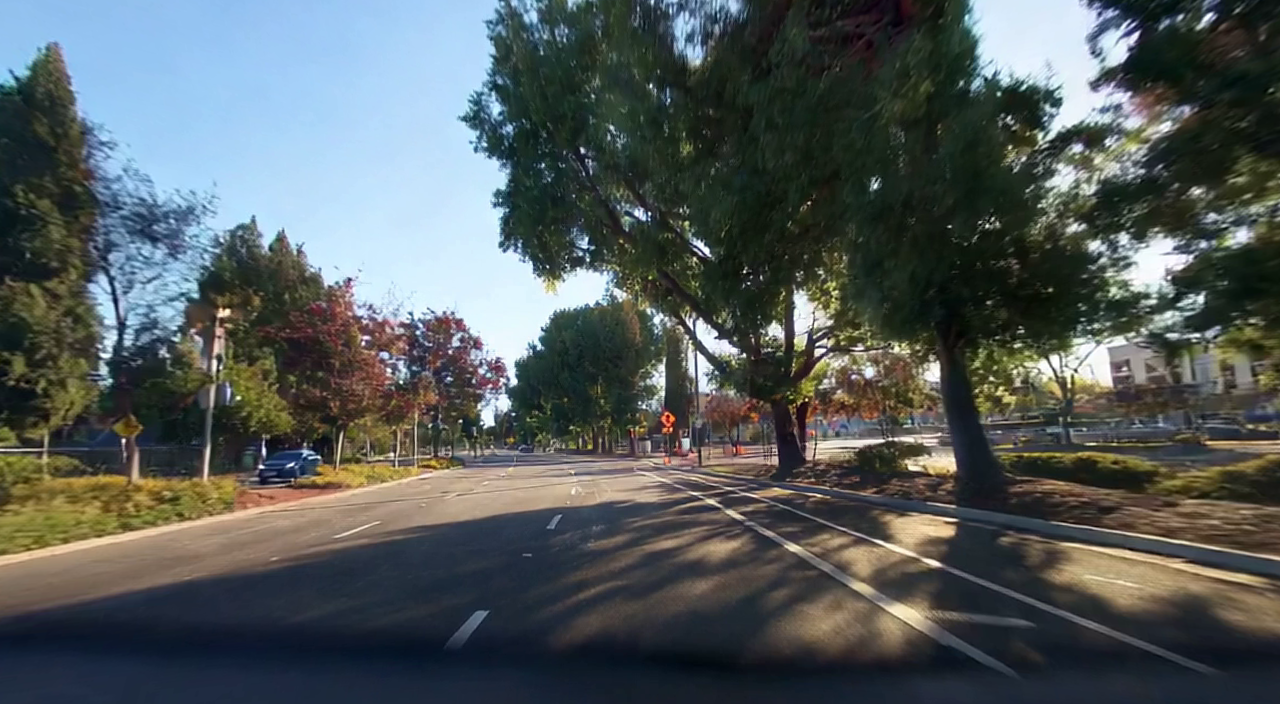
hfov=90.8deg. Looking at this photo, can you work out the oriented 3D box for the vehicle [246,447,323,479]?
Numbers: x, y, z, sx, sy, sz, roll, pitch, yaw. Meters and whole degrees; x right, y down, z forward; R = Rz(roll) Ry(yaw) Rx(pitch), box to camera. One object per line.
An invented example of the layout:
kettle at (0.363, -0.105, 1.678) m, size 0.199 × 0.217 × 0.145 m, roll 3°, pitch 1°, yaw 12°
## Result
vehicle at (-21.434, 6.662, 38.395) m, size 2.045 × 1.797 × 5.228 m, roll 1°, pitch -8°, yaw -6°
